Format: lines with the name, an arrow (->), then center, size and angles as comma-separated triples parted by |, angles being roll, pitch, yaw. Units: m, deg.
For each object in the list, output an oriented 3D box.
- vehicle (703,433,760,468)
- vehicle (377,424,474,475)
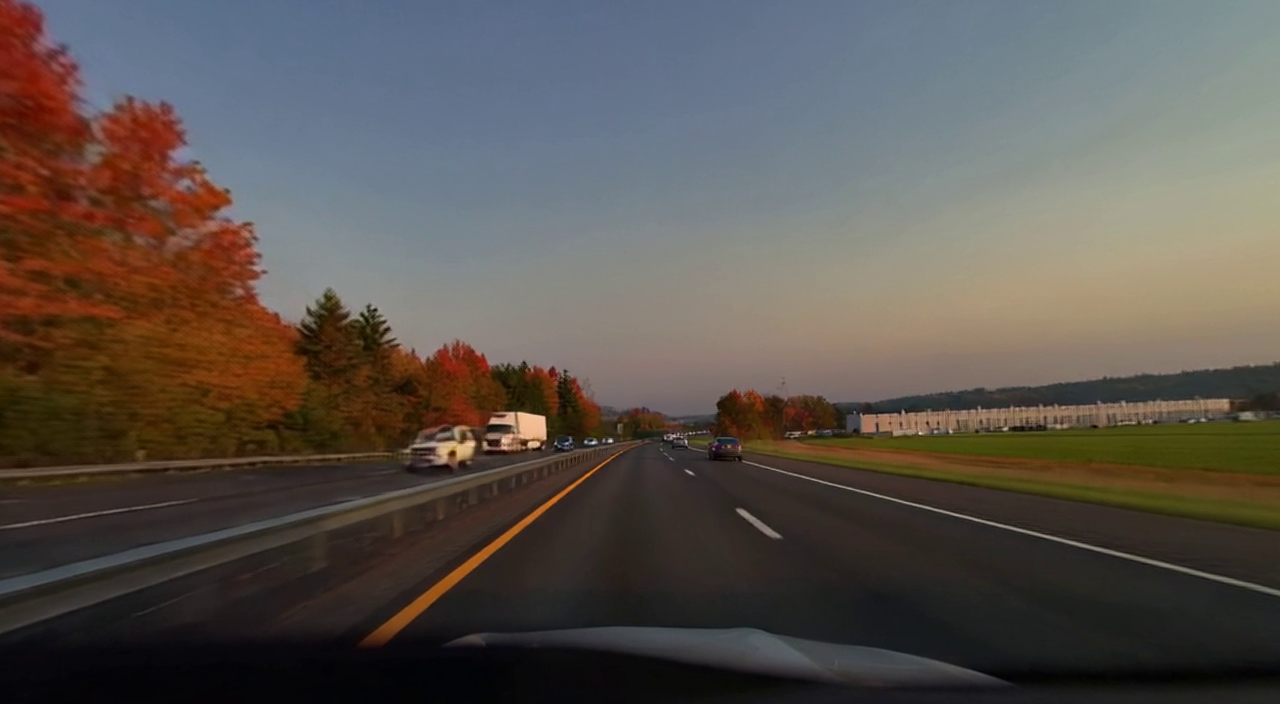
vehicle -> 4.285, 4.690, 30.105 | 2.024, 1.516, 4.197 | 0, -8, -1
vehicle -> -8.413, 3.865, 25.149 | 2.096, 1.813, 4.961 | -1, -8, 0
